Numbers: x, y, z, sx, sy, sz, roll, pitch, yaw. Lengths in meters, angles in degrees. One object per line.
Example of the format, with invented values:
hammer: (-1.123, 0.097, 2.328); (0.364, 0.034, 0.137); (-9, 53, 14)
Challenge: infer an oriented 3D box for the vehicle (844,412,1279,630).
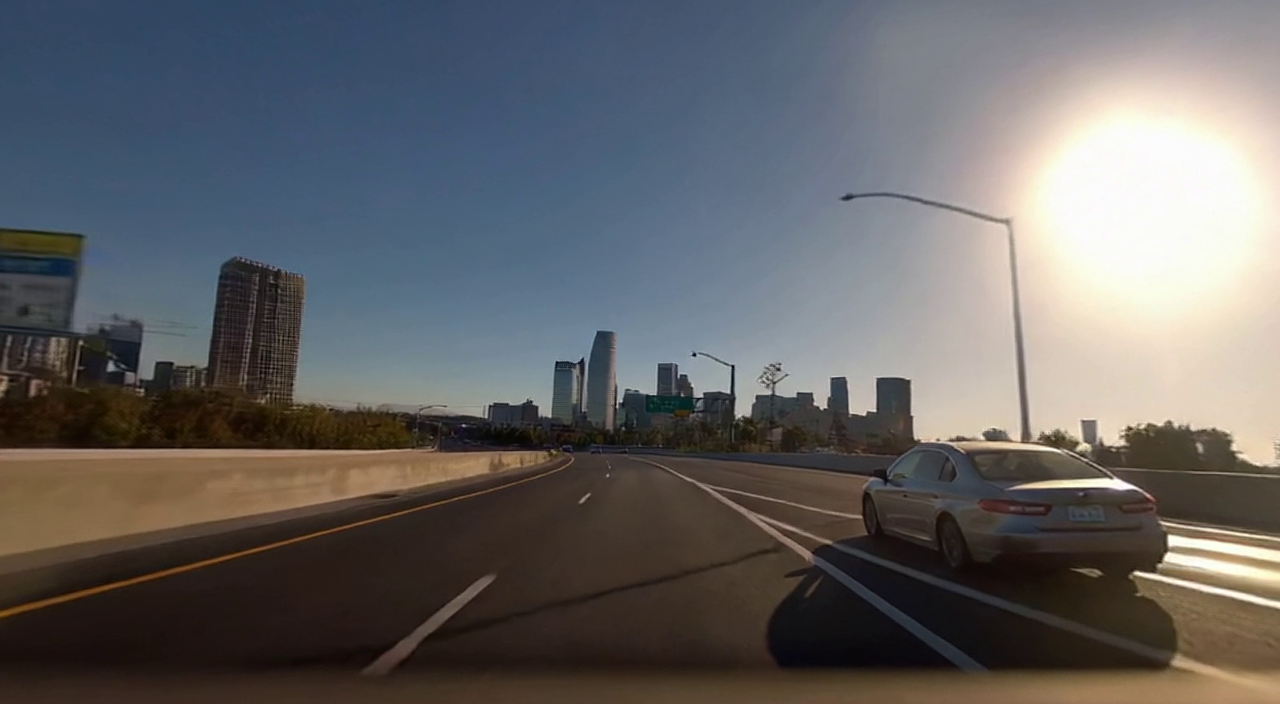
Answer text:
vehicle: (4.128, 1.588, 7.035); (2.104, 1.575, 4.698); (0, -9, 0)
